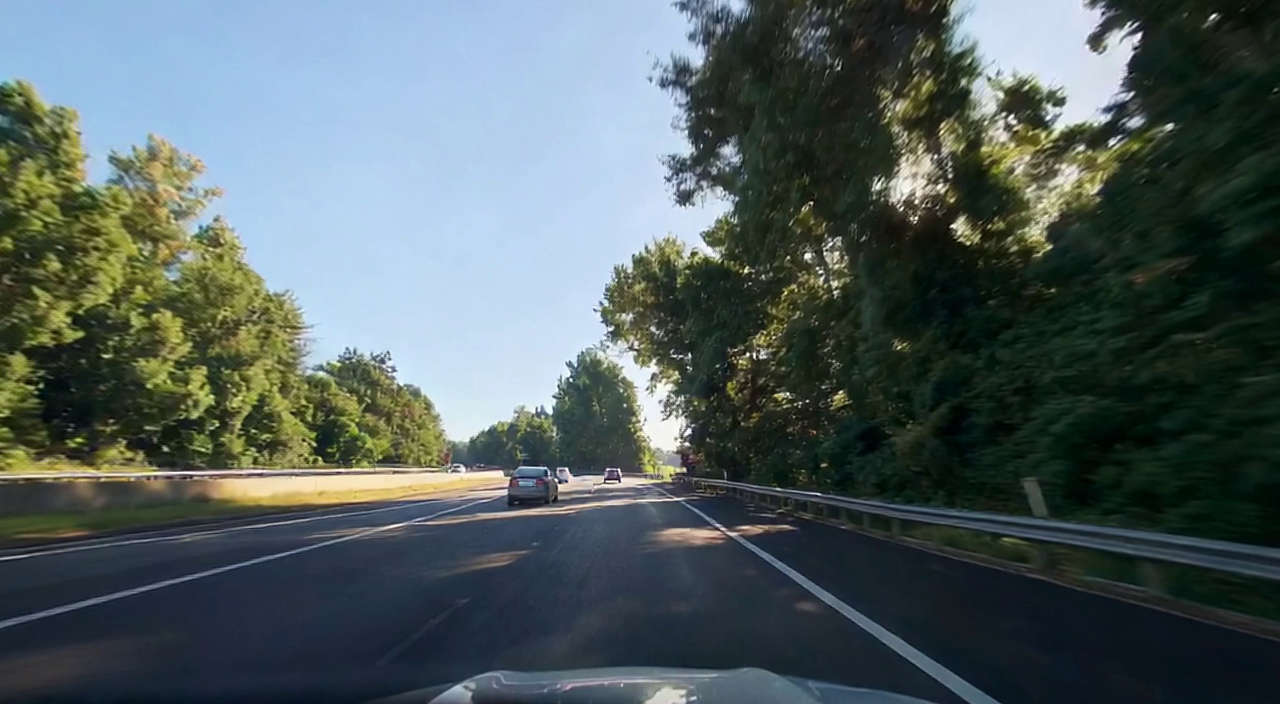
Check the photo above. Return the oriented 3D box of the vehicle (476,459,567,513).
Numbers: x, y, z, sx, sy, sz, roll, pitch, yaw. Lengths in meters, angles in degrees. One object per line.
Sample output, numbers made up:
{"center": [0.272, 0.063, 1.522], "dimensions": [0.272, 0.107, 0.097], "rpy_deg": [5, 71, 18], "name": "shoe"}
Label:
{"center": [-3.774, 4.410, 21.007], "dimensions": [2.115, 1.546, 4.638], "rpy_deg": [1, -10, 0], "name": "vehicle"}
